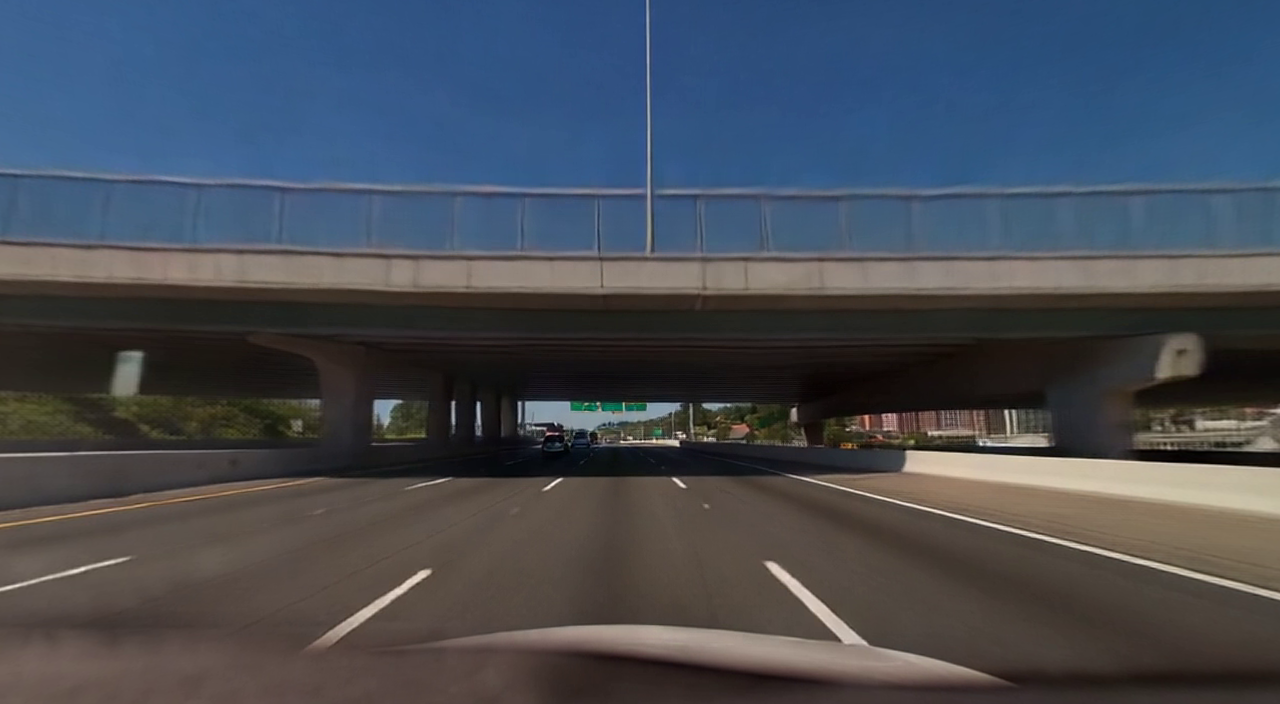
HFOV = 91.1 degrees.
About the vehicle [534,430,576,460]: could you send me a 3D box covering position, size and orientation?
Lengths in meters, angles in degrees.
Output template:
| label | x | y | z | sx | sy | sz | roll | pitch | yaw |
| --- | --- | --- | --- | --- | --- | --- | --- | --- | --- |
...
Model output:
| label | x | y | z | sx | sy | sz | roll | pitch | yaw |
| --- | --- | --- | --- | --- | --- | --- | --- | --- | --- |
| vehicle | -4.722 | 5.215 | 35.430 | 1.878 | 1.548 | 3.966 | 0 | -8 | -1 |
